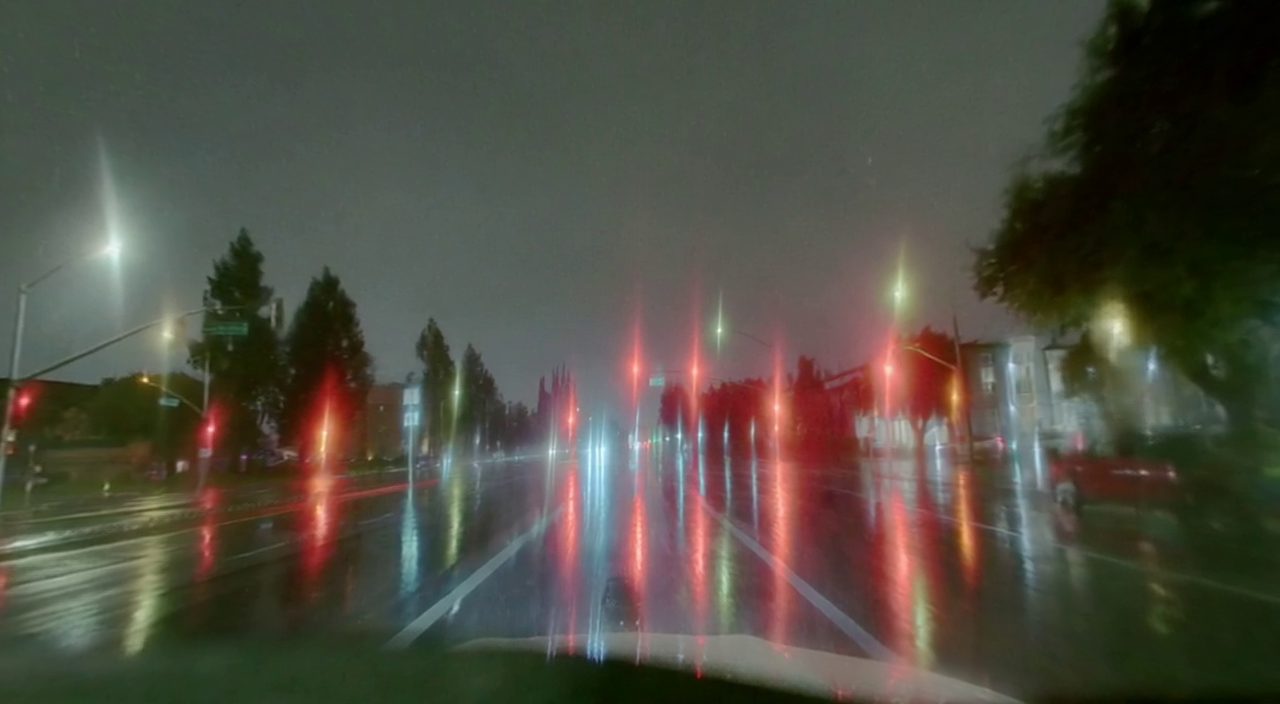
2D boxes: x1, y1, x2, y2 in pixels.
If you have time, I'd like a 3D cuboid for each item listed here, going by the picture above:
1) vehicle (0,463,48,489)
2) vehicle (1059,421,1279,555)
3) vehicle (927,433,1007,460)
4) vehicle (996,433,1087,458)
[{"bbox_3d":[-48.888,9.612,49.080,1.805,1.823,3.876,0,-9,1],"label":"vehicle"},{"bbox_3d":[8.162,1.774,8.739,1.943,1.485,3.984,0,-9,0],"label":"vehicle"},{"bbox_3d":[22.009,6.355,42.557,4.323,1.746,1.872,0,-9,-3],"label":"vehicle"},{"bbox_3d":[27.282,6.355,43.016,4.910,1.644,2.032,1,-9,-5],"label":"vehicle"}]
